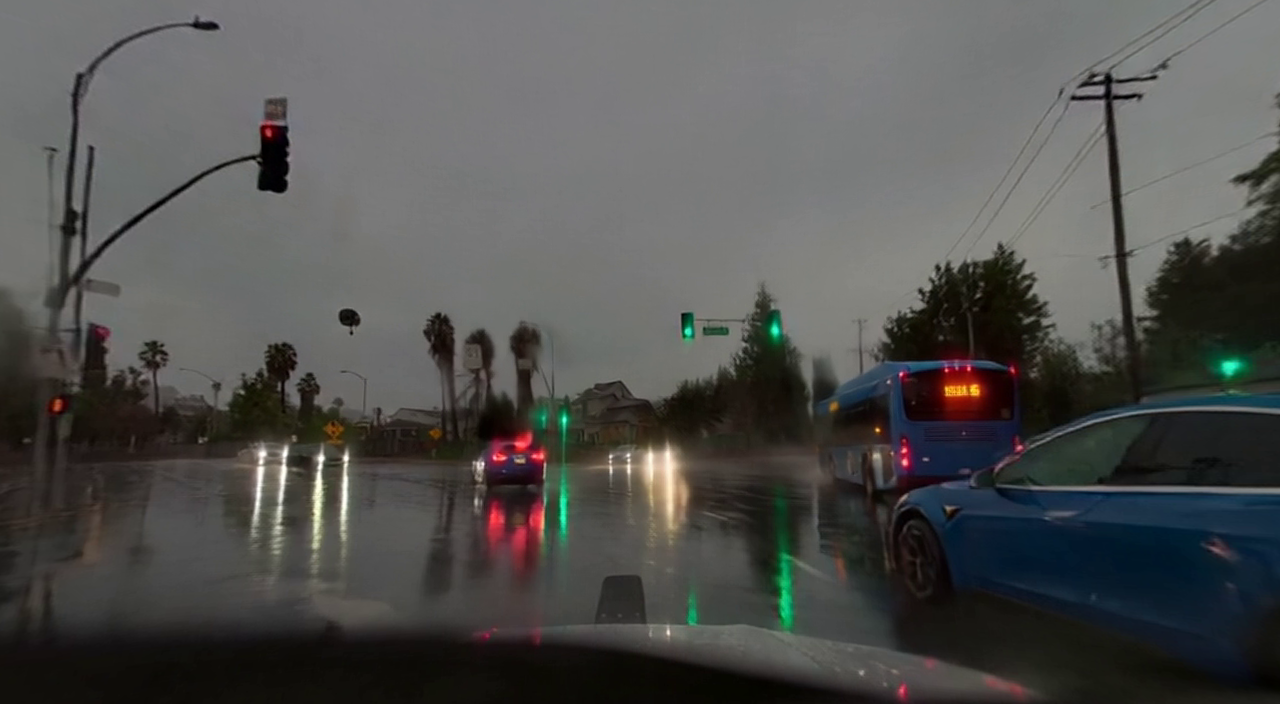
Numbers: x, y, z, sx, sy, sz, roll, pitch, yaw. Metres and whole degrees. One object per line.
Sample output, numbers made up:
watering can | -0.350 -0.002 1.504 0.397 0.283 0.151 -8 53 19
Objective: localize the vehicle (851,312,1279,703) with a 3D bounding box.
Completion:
vehicle | 3.319 0.967 3.641 2.205 1.803 5.135 0 -8 -3

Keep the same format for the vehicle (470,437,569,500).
vehicle | -3.949 3.621 20.125 2.341 1.709 4.466 3 -9 -20

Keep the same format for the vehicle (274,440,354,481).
vehicle | -16.689 5.470 32.210 2.283 1.878 5.384 7 -11 -40

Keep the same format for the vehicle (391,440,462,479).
vehicle | -11.443 5.655 33.644 2.272 1.891 4.562 6 -10 -36

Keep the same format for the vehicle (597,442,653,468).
vehicle | -0.990 7.554 45.855 2.290 1.688 5.224 -5 -11 19

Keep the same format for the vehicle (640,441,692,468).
vehicle | 1.862 6.988 43.181 2.122 1.730 5.138 -3 -9 20
